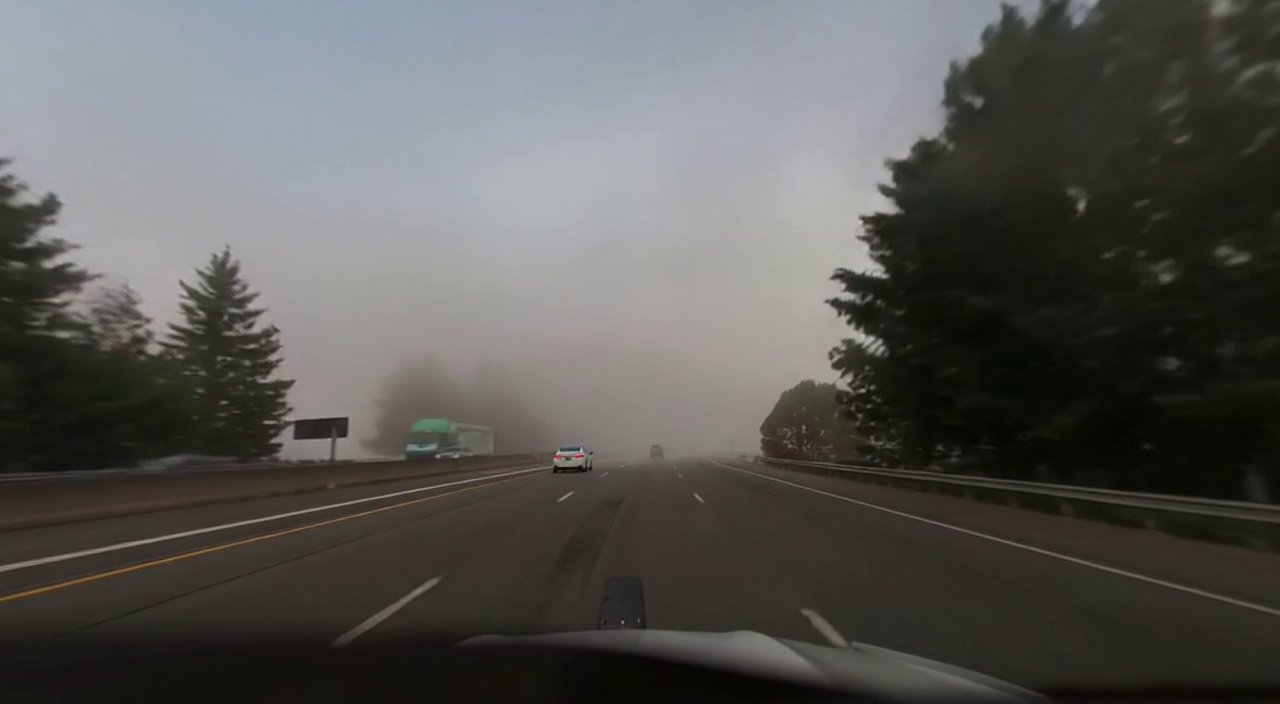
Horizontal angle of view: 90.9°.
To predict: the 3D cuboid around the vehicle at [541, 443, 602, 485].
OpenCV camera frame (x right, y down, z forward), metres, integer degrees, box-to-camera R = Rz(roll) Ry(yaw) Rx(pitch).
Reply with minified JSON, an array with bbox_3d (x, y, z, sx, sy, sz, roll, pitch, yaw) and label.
[{"bbox_3d":[-2.767,4.657,26.450,1.959,1.571,4.313,-1,-9,2],"label":"vehicle"}]
